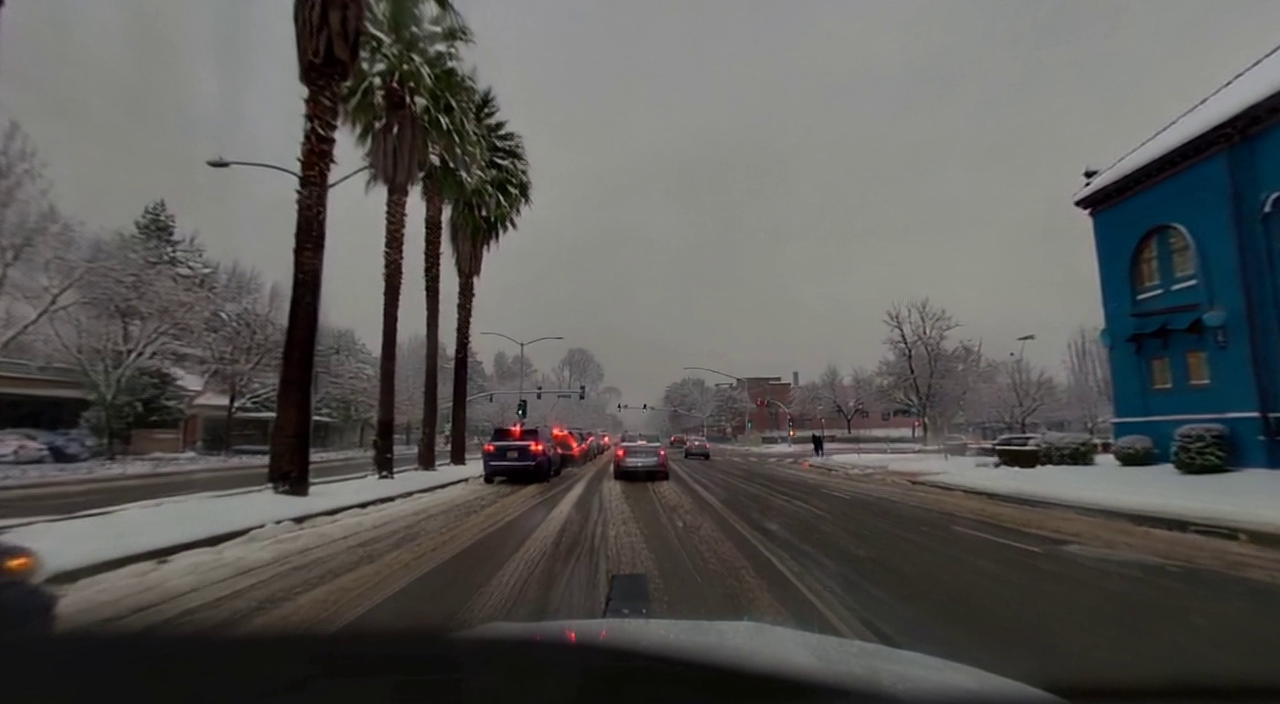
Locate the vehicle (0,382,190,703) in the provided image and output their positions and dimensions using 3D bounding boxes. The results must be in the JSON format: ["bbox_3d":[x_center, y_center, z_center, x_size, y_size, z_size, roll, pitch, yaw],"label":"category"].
[{"bbox_3d":[-3.587,0.706,1.315,1.875,1.526,4.542,0,-8,1],"label":"vehicle"}]

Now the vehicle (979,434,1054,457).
[{"bbox_3d":[25.570,6.369,42.837,3.914,1.427,1.779,-1,-8,-1],"label":"vehicle"}]

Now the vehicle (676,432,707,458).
[{"bbox_3d":[3.844,7.044,47.684,1.992,1.834,4.572,0,-8,0],"label":"vehicle"}]

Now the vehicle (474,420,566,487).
[{"bbox_3d":[-3.394,2.995,18.742,1.914,1.741,4.398,0,-8,-1],"label":"vehicle"}]

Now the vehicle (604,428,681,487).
[{"bbox_3d":[0.062,3.197,19.400,2.114,1.585,4.285,0,-8,0],"label":"vehicle"}]
